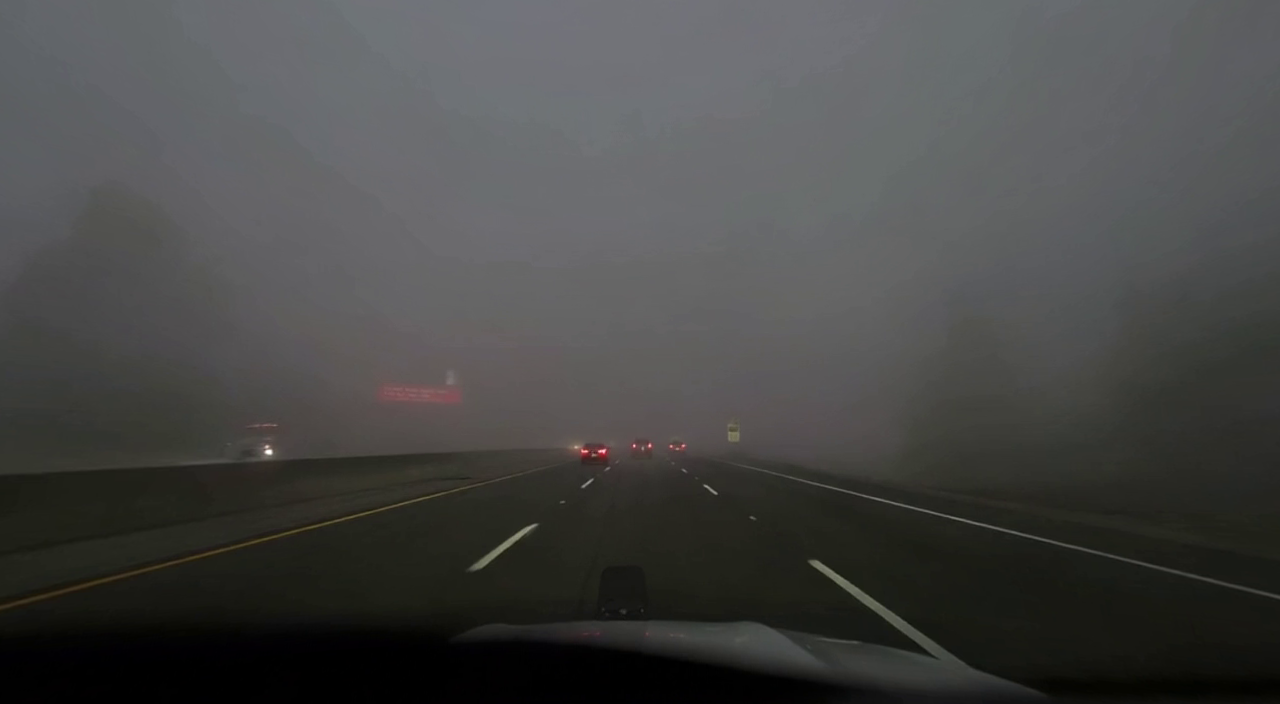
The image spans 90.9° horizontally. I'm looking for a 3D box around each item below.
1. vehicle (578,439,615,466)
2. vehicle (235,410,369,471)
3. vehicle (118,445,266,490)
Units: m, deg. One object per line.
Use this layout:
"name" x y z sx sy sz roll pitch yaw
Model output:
"vehicle" -2.976 7.002 44.077 2.319 1.738 4.355 0 -8 0
"vehicle" -24.363 6.567 46.623 3.300 3.947 11.672 0 -8 0
"vehicle" -16.275 4.180 23.285 2.051 1.469 4.569 0 -8 0
